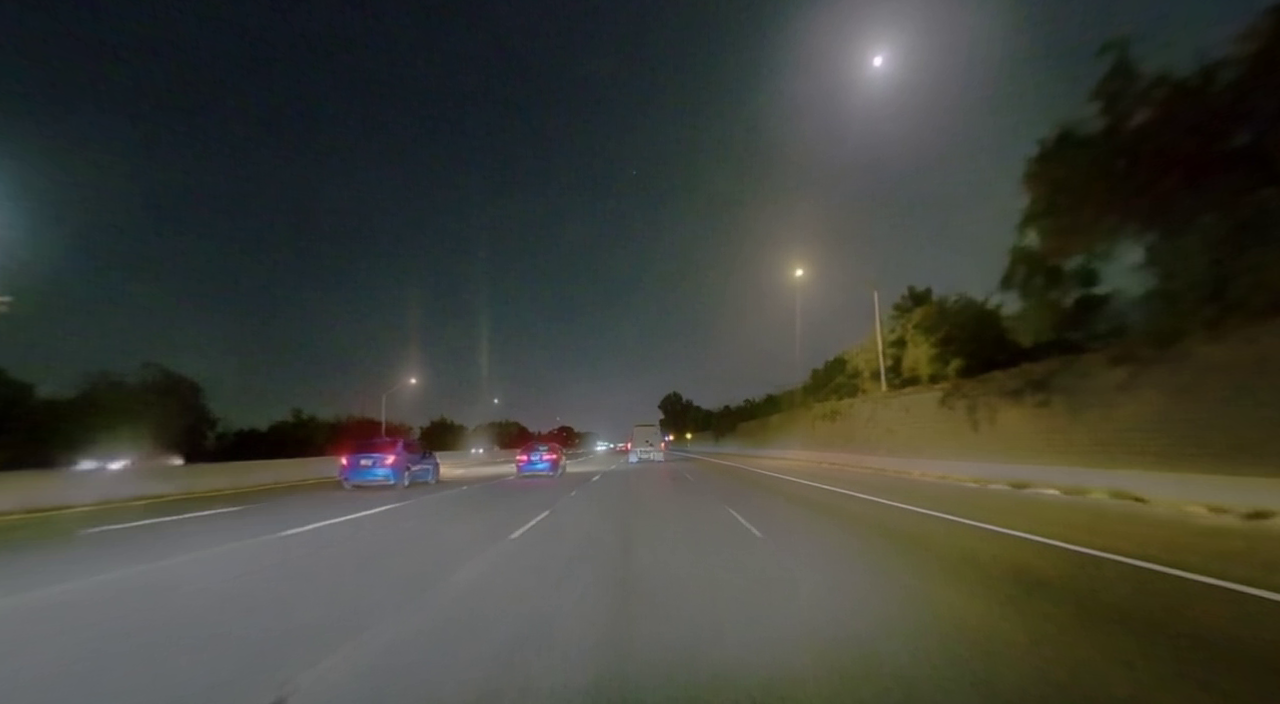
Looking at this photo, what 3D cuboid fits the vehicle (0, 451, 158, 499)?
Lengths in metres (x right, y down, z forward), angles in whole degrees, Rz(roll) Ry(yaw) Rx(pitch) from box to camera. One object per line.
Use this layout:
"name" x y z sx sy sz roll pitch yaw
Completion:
"vehicle" -20.893 4.529 23.597 1.886 1.543 4.774 0 -8 0

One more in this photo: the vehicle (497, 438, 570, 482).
"vehicle" -3.961 4.089 24.164 2.000 1.512 4.371 0 -8 0

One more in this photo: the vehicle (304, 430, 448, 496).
"vehicle" -7.538 3.218 18.622 2.189 1.673 4.699 0 -8 0

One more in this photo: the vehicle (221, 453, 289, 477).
"vehicle" -27.881 8.188 45.781 1.864 1.548 4.753 0 -8 0

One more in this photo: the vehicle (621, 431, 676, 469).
"vehicle" 0.422 5.528 35.572 2.856 1.994 4.931 0 -8 -1
